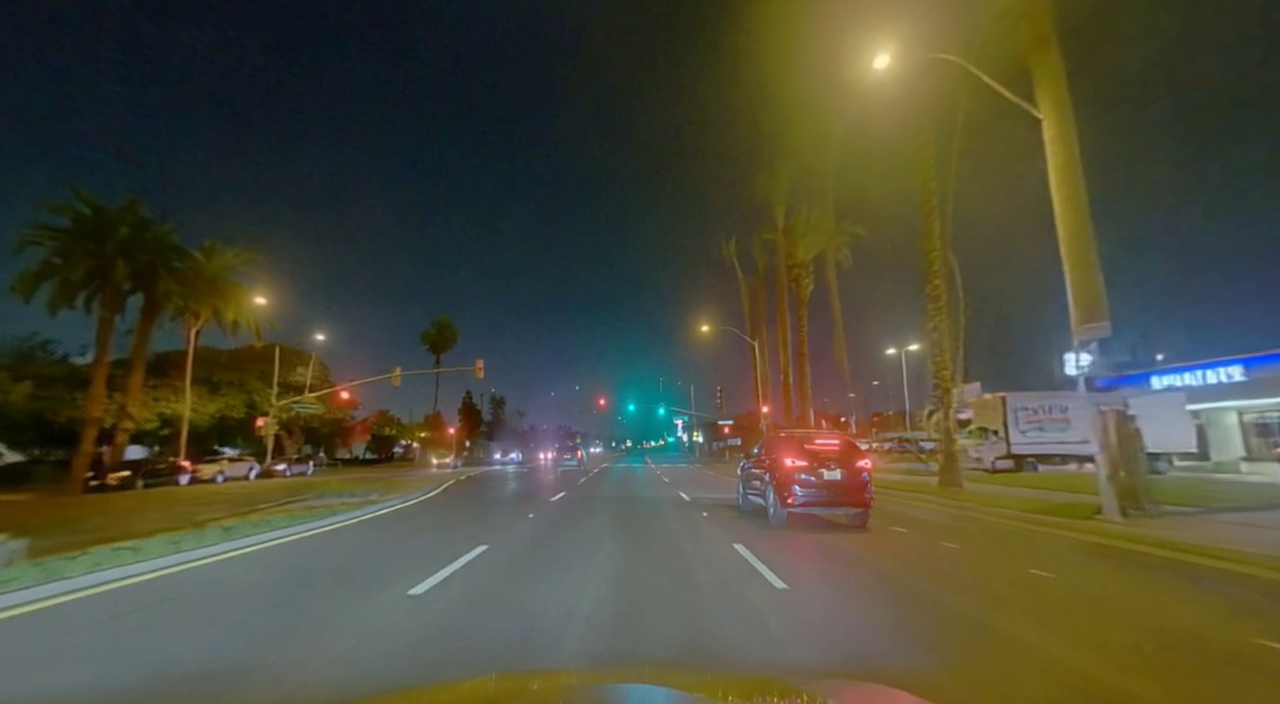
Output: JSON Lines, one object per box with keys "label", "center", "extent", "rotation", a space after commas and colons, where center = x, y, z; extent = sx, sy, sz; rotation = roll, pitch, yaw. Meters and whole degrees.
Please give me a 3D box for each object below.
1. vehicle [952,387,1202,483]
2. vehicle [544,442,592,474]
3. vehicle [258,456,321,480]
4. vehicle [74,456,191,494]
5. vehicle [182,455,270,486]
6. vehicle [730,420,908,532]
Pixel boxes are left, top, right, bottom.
{"label": "vehicle", "center": [15.370, 3.009, 22.729], "extent": [6.704, 3.194, 2.704], "rotation": [-1, -9, 4]}
{"label": "vehicle", "center": [-3.597, 5.383, 32.142], "extent": [2.034, 1.498, 3.995], "rotation": [0, -9, -1]}
{"label": "vehicle", "center": [-23.240, 7.654, 42.021], "extent": [1.752, 1.430, 4.078], "rotation": [-1, -9, 2]}
{"label": "vehicle", "center": [-22.929, 5.559, 28.780], "extent": [2.045, 1.536, 3.911], "rotation": [0, -9, 0]}
{"label": "vehicle", "center": [-23.184, 6.642, 35.651], "extent": [1.997, 1.434, 4.569], "rotation": [-4, -9, -1]}
{"label": "vehicle", "center": [3.071, 2.234, 11.922], "extent": [1.982, 1.711, 4.276], "rotation": [0, -9, -2]}
